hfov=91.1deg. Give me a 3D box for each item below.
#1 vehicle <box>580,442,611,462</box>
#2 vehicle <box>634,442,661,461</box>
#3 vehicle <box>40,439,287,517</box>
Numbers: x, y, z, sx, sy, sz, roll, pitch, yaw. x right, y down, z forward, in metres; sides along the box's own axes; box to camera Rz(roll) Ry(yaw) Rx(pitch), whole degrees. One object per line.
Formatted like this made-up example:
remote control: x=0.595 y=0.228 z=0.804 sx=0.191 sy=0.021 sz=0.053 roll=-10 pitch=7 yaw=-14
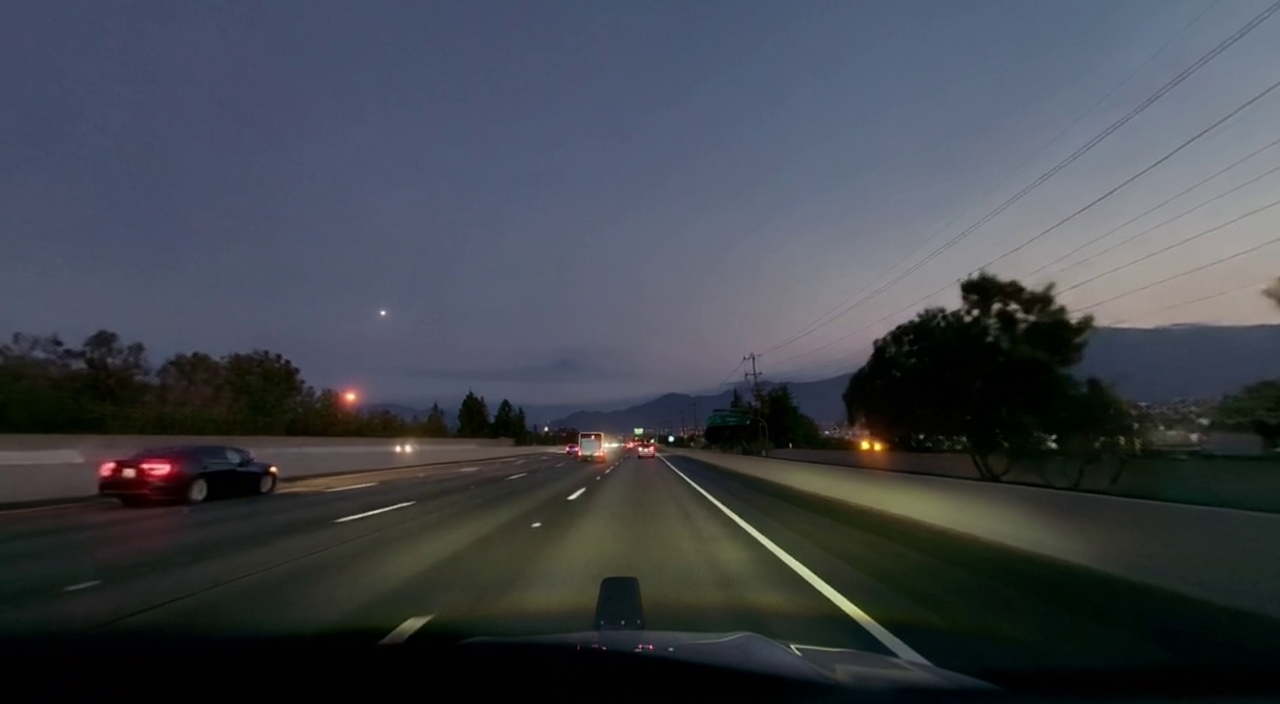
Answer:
vehicle: x=-3.430 y=7.795 z=49.164 sx=2.046 sy=1.478 sz=4.111 roll=0 pitch=-8 yaw=0
vehicle: x=0.610 y=7.894 z=49.831 sx=2.057 sy=1.453 sz=3.926 roll=0 pitch=-8 yaw=0
vehicle: x=-10.572 y=2.783 z=14.547 sx=1.955 sy=1.496 sz=4.732 roll=0 pitch=-8 yaw=1
